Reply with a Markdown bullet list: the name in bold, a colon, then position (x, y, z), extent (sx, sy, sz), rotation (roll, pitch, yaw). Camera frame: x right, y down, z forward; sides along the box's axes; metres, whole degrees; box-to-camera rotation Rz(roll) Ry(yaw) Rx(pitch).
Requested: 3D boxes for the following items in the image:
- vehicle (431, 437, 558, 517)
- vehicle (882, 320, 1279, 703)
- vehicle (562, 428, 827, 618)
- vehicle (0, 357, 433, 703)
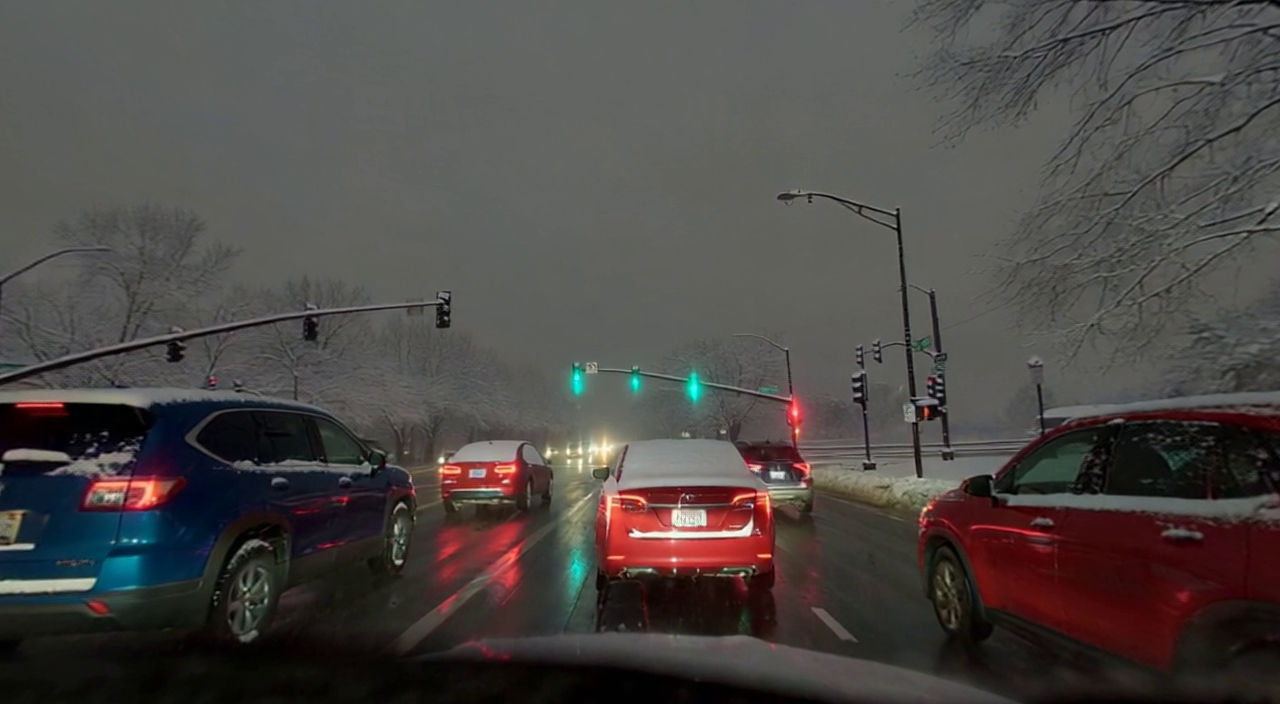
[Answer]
- **vehicle**: position (-3.076, 2.716, 14.209), extent (1.868, 1.516, 4.114), rotation (0, -8, 0)
- **vehicle**: position (3.056, 0.941, 3.163), extent (1.880, 1.747, 4.500), rotation (0, -8, 0)
- **vehicle**: position (0.422, 1.623, 6.906), extent (2.051, 1.460, 3.932), rotation (0, -8, 0)
- **vehicle**: position (-3.443, 1.216, 5.237), extent (1.889, 1.767, 4.289), rotation (0, -8, 1)
